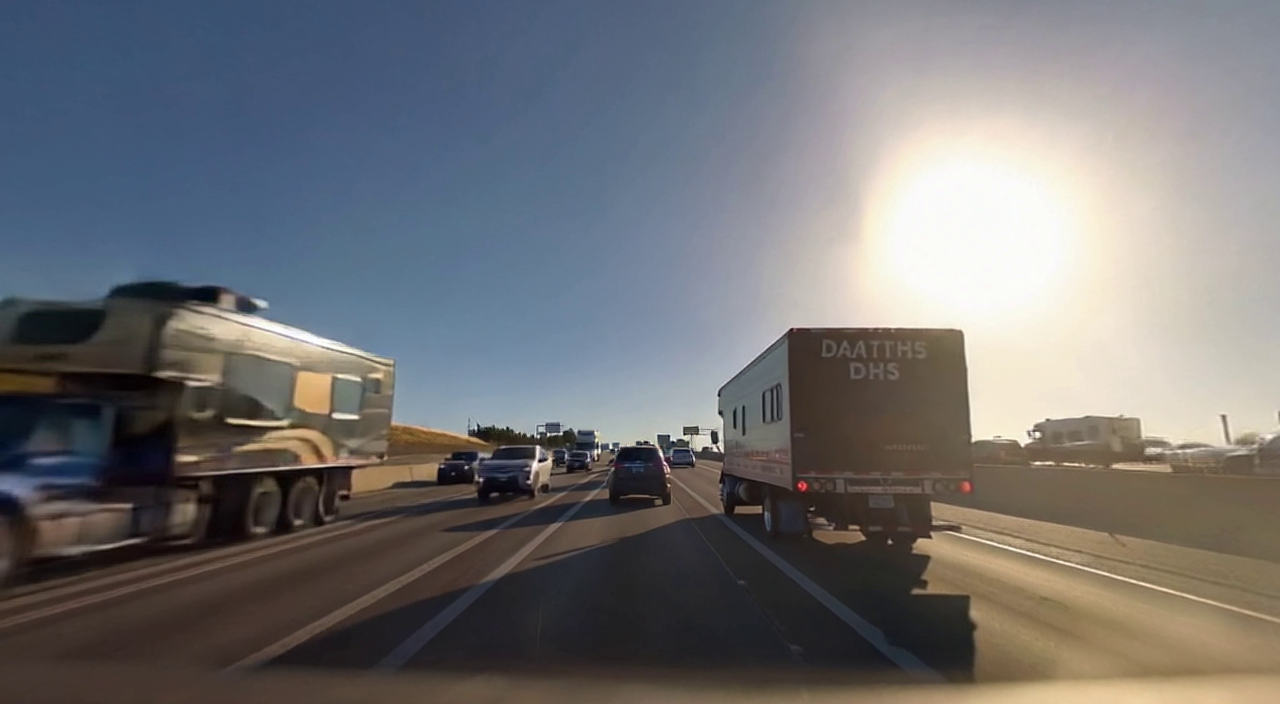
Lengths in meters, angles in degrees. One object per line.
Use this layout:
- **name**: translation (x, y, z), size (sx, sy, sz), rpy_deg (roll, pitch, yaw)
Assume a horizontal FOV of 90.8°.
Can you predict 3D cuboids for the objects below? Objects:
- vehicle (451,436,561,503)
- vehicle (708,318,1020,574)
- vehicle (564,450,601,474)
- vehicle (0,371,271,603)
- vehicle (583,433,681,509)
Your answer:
- **vehicle**: translation (-3.685, 3.331, 18.250), size (2.098, 1.659, 4.432), rpy_deg (0, -9, 1)
- **vehicle**: translation (2.951, 1.596, 10.945), size (2.533, 2.942, 7.280), rpy_deg (0, -9, -1)
- **vehicle**: translation (-3.641, 7.042, 40.652), size (1.933, 1.465, 3.898), rpy_deg (0, -9, 2)
- **vehicle**: translation (-6.901, 1.483, 7.364), size (2.155, 2.087, 4.882), rpy_deg (0, -9, 1)
- **vehicle**: translation (-0.161, 3.018, 16.404), size (2.201, 1.719, 4.058), rpy_deg (0, -9, 1)
